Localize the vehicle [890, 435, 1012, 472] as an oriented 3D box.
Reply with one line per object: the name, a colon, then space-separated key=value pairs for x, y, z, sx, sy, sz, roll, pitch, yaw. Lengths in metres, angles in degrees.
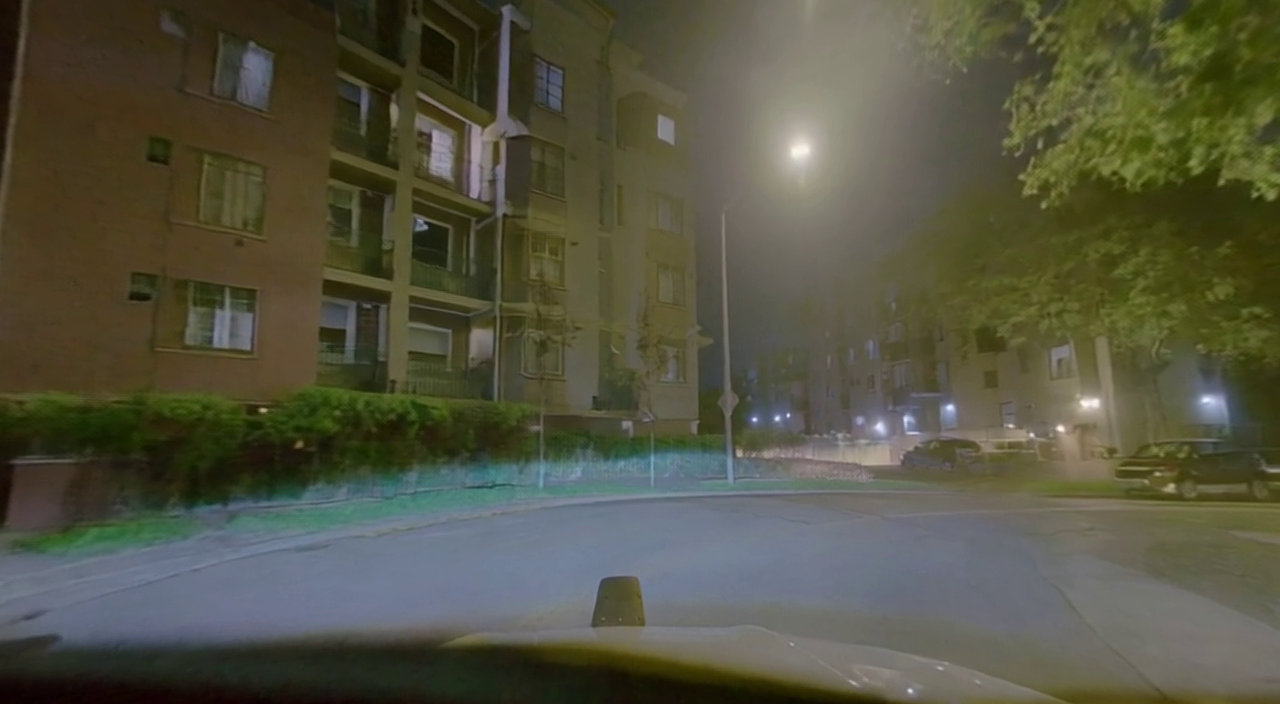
vehicle: x=13.327 y=4.337 z=27.097 sx=4.714 sy=1.458 sz=1.812 roll=3 pitch=-9 yaw=-18

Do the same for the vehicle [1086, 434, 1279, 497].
vehicle: x=16.226 y=3.334 z=18.752 sx=4.584 sy=1.744 sz=1.946 roll=1 pitch=-9 yaw=-6
